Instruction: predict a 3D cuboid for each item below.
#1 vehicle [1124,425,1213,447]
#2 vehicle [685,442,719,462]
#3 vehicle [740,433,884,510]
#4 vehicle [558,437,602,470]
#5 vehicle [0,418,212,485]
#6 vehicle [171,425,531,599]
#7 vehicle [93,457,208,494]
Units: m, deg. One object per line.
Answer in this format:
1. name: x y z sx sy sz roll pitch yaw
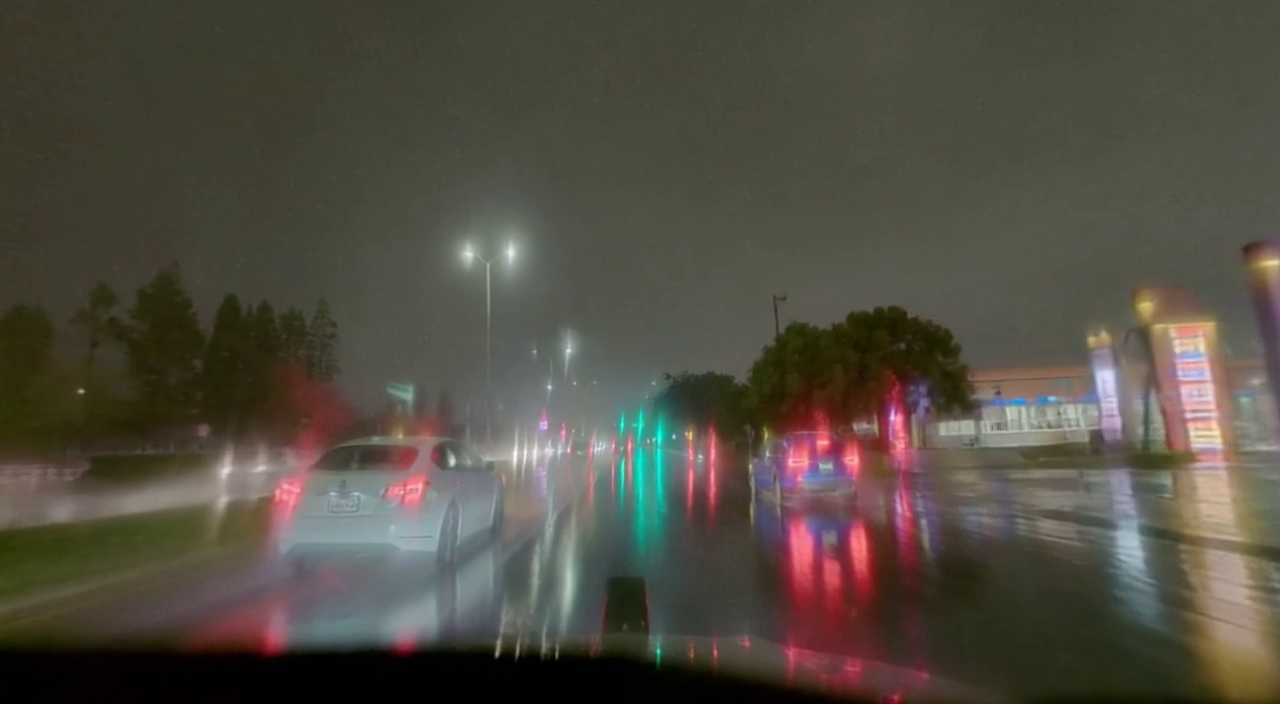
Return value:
1. vehicle: 37.747 6.041 45.104 4.451 1.479 1.961 -1 -8 2
2. vehicle: 4.555 7.410 46.832 1.996 1.443 4.270 0 -8 -1
3. vehicle: 3.766 2.706 14.819 2.036 1.480 4.659 0 -8 -1
4. vehicle: -3.275 5.667 35.479 1.981 1.731 4.360 0 -8 1
5. vehicle: -29.843 5.566 35.484 8.970 3.504 3.159 0 -8 0
6. vehicle: -2.914 1.734 7.910 2.082 1.460 4.922 0 -8 1
7. vehicle: -22.170 5.574 28.794 1.822 1.483 4.236 0 -8 1
